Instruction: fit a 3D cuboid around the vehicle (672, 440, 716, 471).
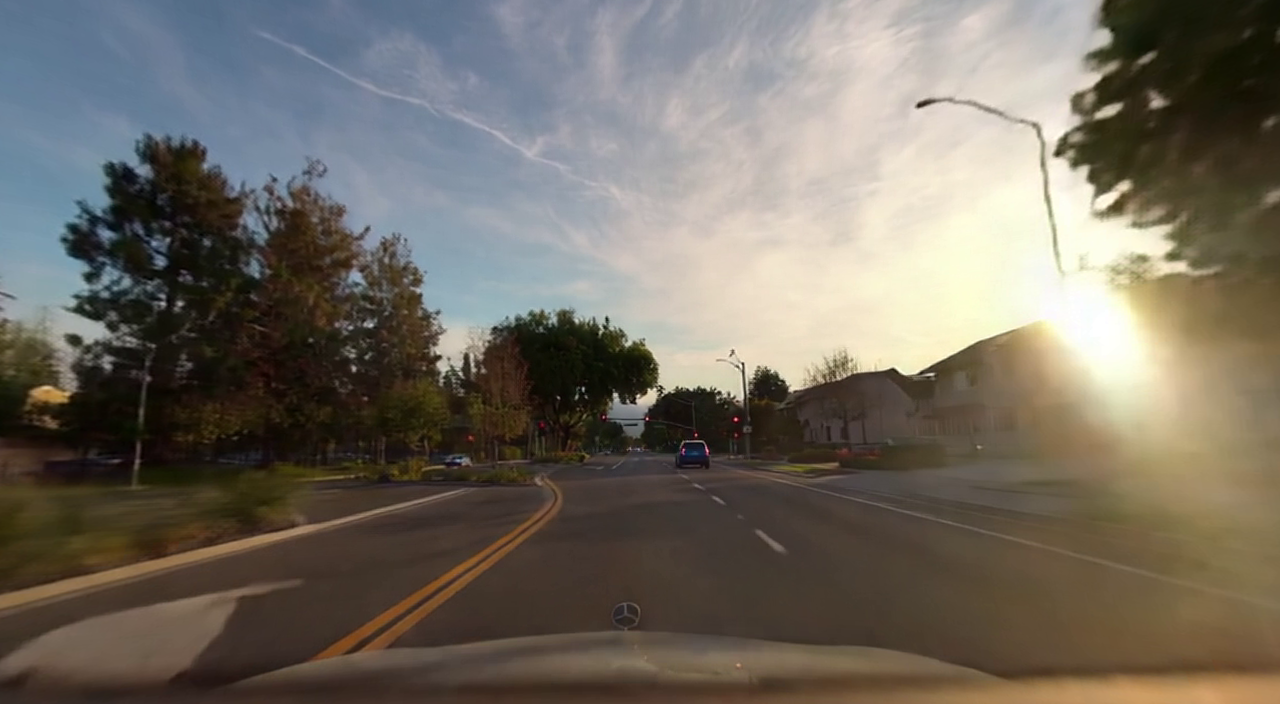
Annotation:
[{"bbox_3d":[3.392,6.607,40.568,2.229,1.795,4.927,0,-9,-2],"label":"vehicle"}]
